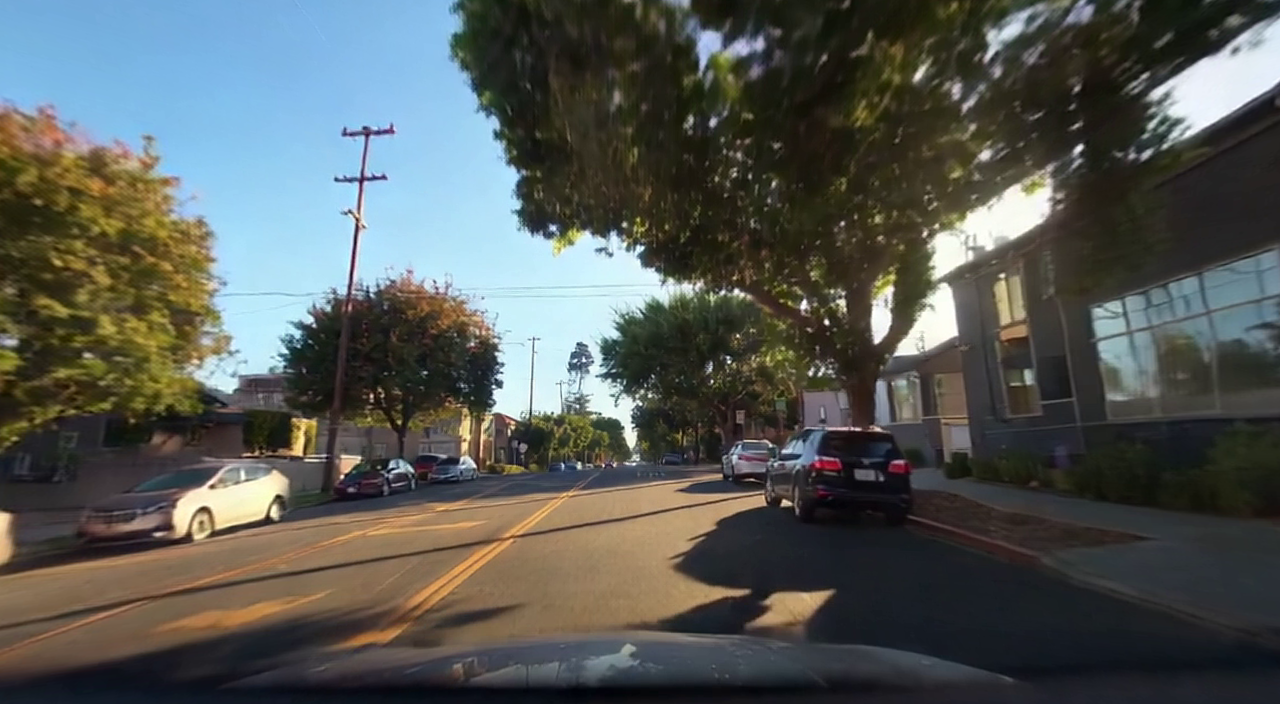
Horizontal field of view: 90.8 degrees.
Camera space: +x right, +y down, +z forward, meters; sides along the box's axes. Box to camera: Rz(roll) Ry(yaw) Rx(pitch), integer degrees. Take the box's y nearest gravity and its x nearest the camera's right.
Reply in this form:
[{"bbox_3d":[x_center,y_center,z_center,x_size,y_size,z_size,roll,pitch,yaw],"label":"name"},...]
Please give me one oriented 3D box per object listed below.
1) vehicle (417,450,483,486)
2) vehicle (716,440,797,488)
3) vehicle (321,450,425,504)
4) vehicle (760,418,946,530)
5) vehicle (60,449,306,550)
[{"bbox_3d":[-9.333,5.706,31.395,2.000,1.495,4.687,-3,-8,-3],"label":"vehicle"},{"bbox_3d":[3.880,3.814,21.930,1.946,1.468,4.721,0,-8,1],"label":"vehicle"},{"bbox_3d":[-9.335,4.371,22.466,1.884,1.526,4.061,-5,-8,1],"label":"vehicle"},{"bbox_3d":[3.766,2.248,12.152,2.155,1.747,4.311,0,-8,2],"label":"vehicle"},{"bbox_3d":[-9.274,3.007,13.432,2.051,1.657,4.322,-3,-10,-1],"label":"vehicle"}]
